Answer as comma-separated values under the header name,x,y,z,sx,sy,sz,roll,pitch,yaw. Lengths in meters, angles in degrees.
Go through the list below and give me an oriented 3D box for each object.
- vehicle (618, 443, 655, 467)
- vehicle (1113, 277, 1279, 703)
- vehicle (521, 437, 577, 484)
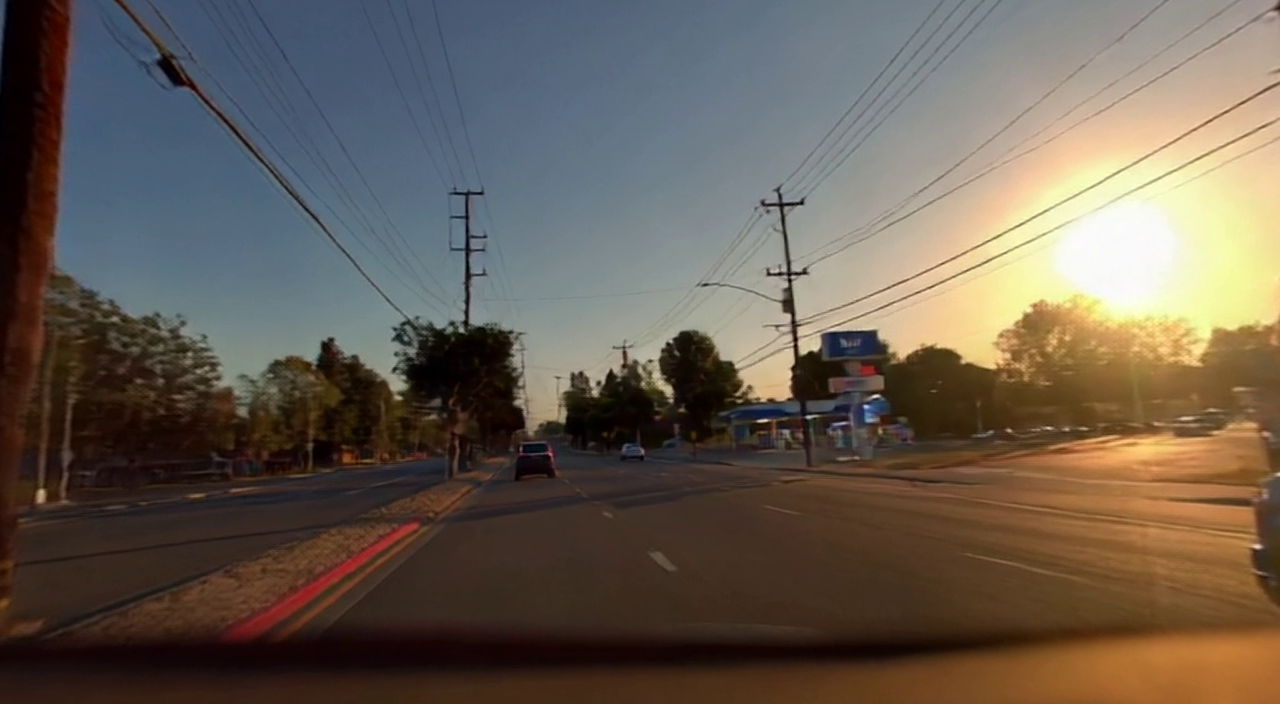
name,x,y,z,sx,sy,sz,roll,pitch,yaw
vehicle,-0.315,6.911,42.455,1.760,1.481,4.161,1,-8,-11
vehicle,3.459,0.362,0.532,2.036,1.818,5.192,0,-8,0
vehicle,-4.126,4.720,27.823,2.141,1.842,4.889,1,-8,-11
